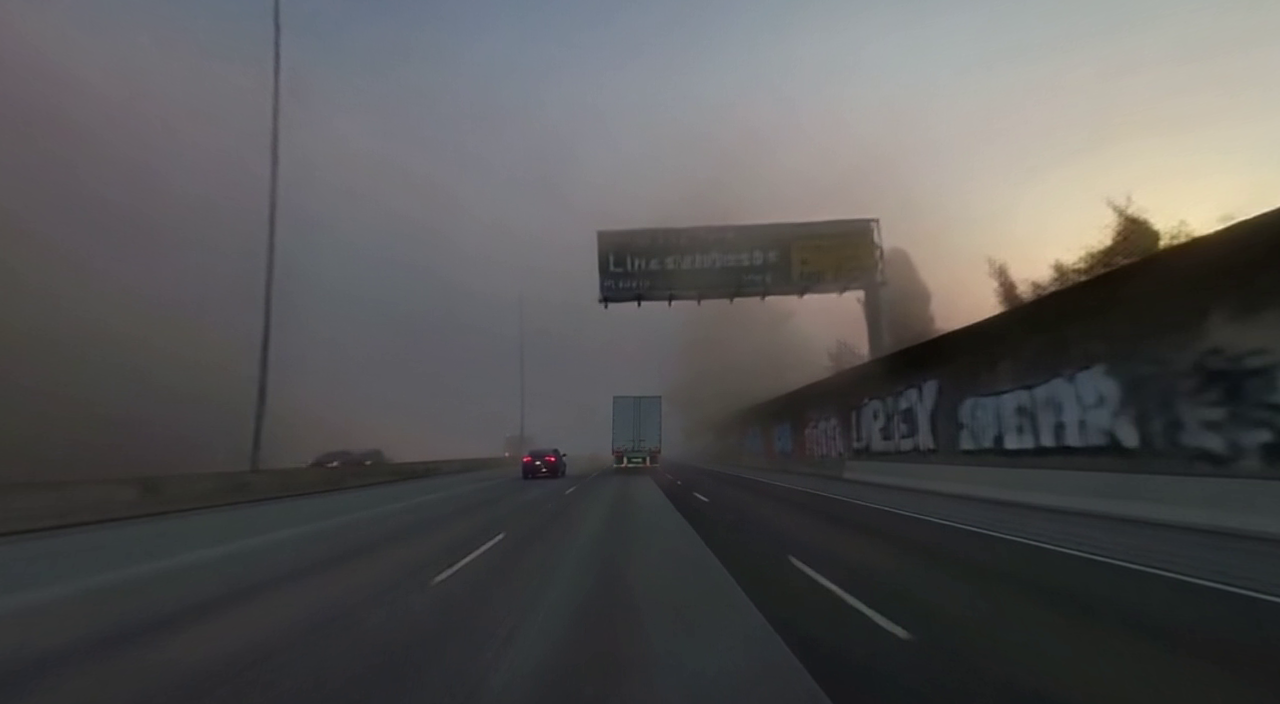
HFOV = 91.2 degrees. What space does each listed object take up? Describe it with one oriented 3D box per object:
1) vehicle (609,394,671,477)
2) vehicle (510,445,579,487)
[{"bbox_3d":[-0.075,4.929,36.139,3.042,4.023,10.832,0,-9,-1],"label":"vehicle"},{"bbox_3d":[-3.746,4.544,25.271,2.158,1.538,4.047,0,-9,0],"label":"vehicle"}]
